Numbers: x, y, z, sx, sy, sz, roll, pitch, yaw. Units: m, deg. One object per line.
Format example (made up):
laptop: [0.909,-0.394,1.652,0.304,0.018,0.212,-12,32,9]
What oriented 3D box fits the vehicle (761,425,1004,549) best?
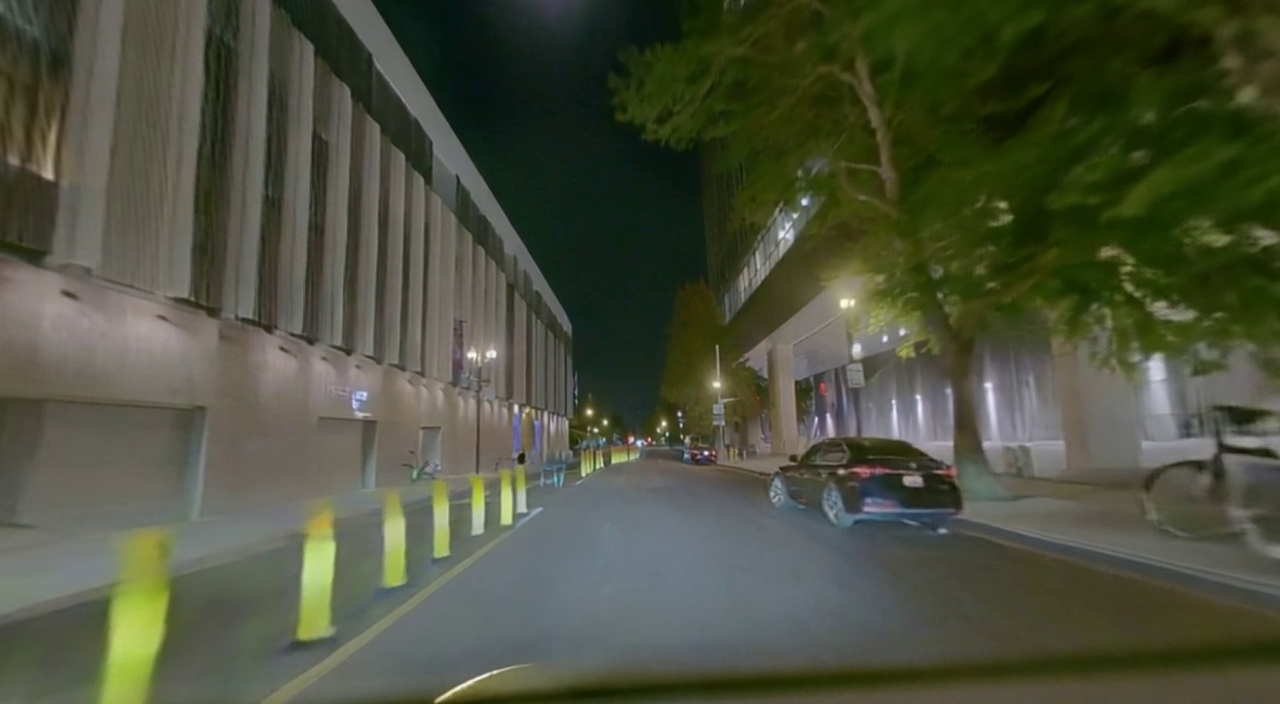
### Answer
vehicle: [3.387,1.974,10.102,1.963,1.445,4.948,-1,-8,1]

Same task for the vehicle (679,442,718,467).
vehicle: [3.726,6.568,40.676,2.020,1.448,4.220,-1,-8,-1]
